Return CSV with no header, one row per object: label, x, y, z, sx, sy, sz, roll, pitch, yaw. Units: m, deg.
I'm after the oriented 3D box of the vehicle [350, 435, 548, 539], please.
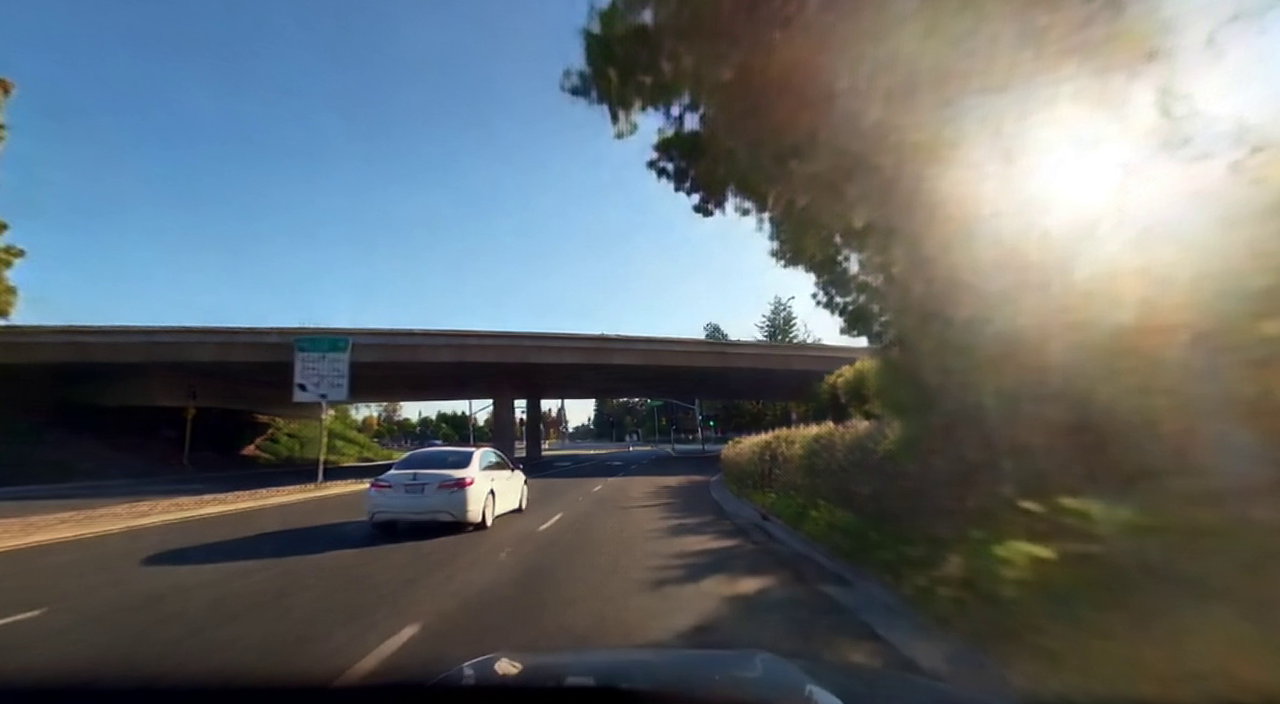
vehicle,-3.056,2.280,11.301,1.963,1.460,4.614,0,-9,2
